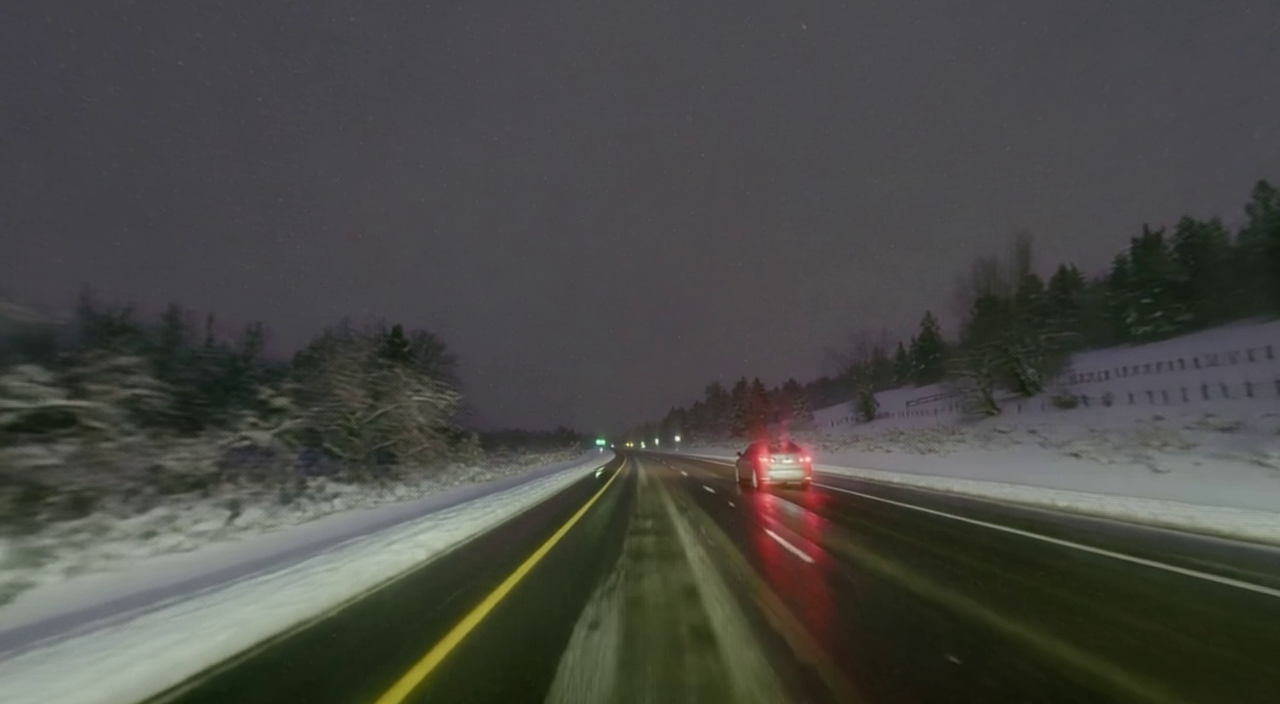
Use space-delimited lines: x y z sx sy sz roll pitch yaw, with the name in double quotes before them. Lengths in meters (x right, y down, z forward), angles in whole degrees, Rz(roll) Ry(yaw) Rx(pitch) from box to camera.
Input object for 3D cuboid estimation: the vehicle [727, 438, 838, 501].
"vehicle" 3.687 3.120 17.176 2.003 1.466 4.441 0 -8 0
